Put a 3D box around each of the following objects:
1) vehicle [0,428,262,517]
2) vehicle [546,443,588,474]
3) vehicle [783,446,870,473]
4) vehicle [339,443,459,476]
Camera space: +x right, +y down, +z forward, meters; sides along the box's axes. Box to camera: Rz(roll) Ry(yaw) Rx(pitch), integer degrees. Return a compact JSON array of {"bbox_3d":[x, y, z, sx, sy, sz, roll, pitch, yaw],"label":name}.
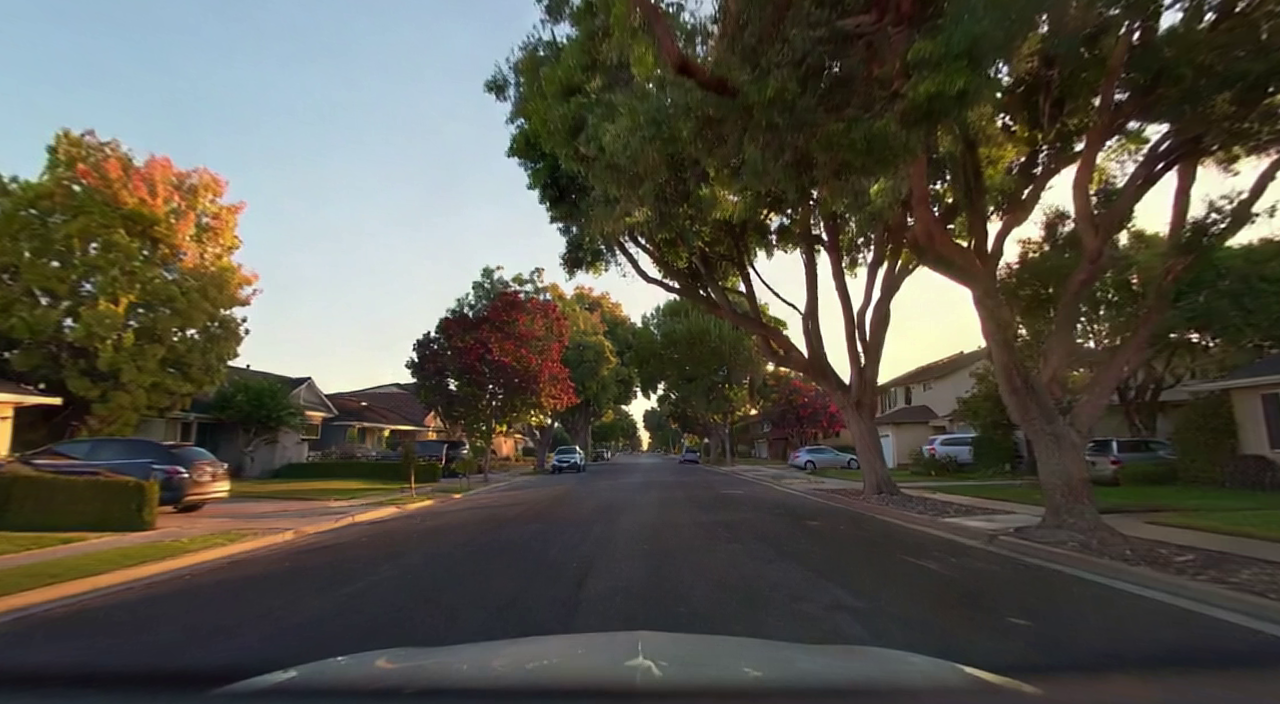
[{"bbox_3d":[-11.202,2.616,14.042,4.425,1.766,1.963,-1,-9,8],"label":"vehicle"},{"bbox_3d":[-4.817,7.119,42.481,2.341,1.942,5.044,-1,-9,-2],"label":"vehicle"},{"bbox_3d":[10.936,6.321,37.242,4.497,1.564,1.948,0,-8,0],"label":"vehicle"},{"bbox_3d":[-11.750,5.258,31.076,5.040,1.541,2.042,0,-9,1],"label":"vehicle"}]
